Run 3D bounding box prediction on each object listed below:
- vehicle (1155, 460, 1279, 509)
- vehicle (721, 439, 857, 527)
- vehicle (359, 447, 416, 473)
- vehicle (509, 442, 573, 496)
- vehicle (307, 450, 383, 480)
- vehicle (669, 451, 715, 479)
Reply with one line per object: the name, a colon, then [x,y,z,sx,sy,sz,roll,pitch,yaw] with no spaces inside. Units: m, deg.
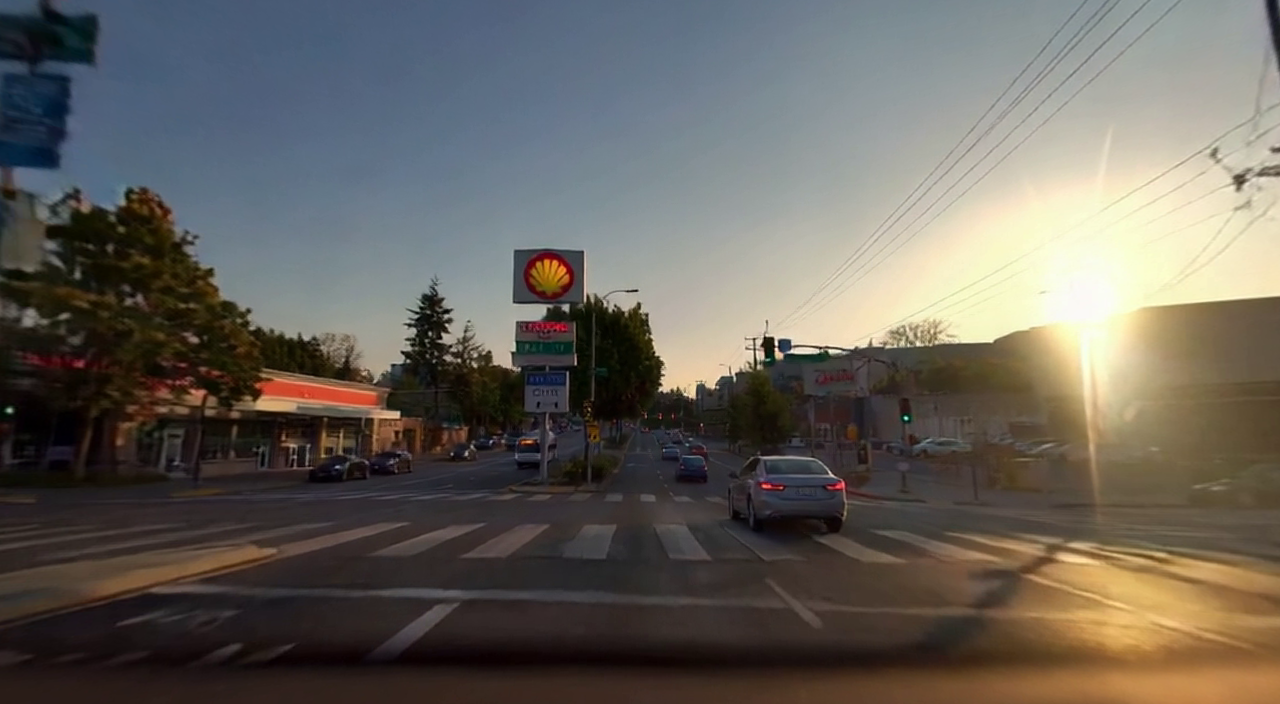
vehicle: [21.004,4.488,21.539,4.727,1.514,2.211,0,-8,1]
vehicle: [3.164,2.854,14.349,1.999,1.679,4.217,0,-8,-1]
vehicle: [-17.911,7.654,44.897,2.079,1.672,4.333,0,-8,2]
vehicle: [-3.743,4.615,24.545,2.189,1.836,4.693,0,-12,-6]
vehicle: [-17.807,6.799,38.334,1.956,1.634,5.000,0,-8,3]
vehicle: [2.930,6.492,36.405,2.282,1.458,4.362,0,-8,0]
